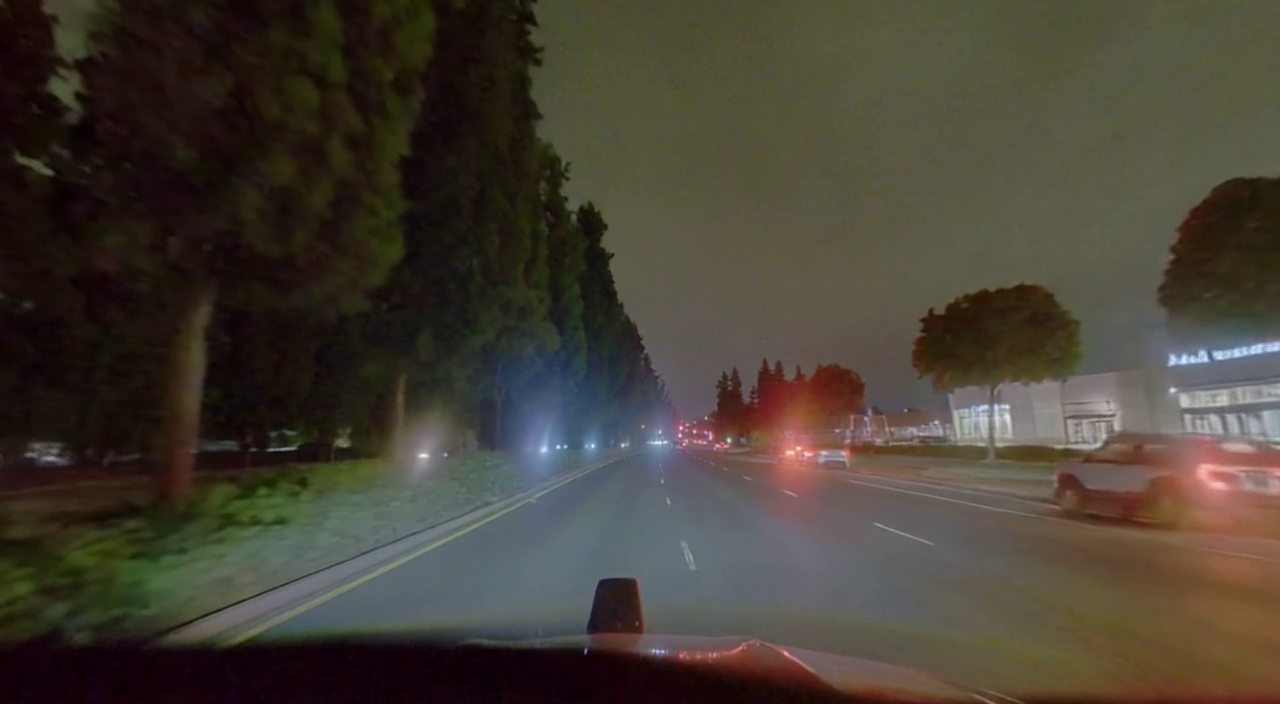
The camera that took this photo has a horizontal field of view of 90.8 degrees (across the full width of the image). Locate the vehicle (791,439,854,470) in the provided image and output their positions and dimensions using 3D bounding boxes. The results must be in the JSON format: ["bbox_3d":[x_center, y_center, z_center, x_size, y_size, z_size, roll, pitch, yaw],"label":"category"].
[{"bbox_3d":[9.121,5.155,31.942,2.022,1.449,4.706,-1,-9,3],"label":"vehicle"}]

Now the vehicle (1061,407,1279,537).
[{"bbox_3d":[10.939,2.186,12.157,2.264,1.958,5.135,-1,-9,3],"label":"vehicle"}]
